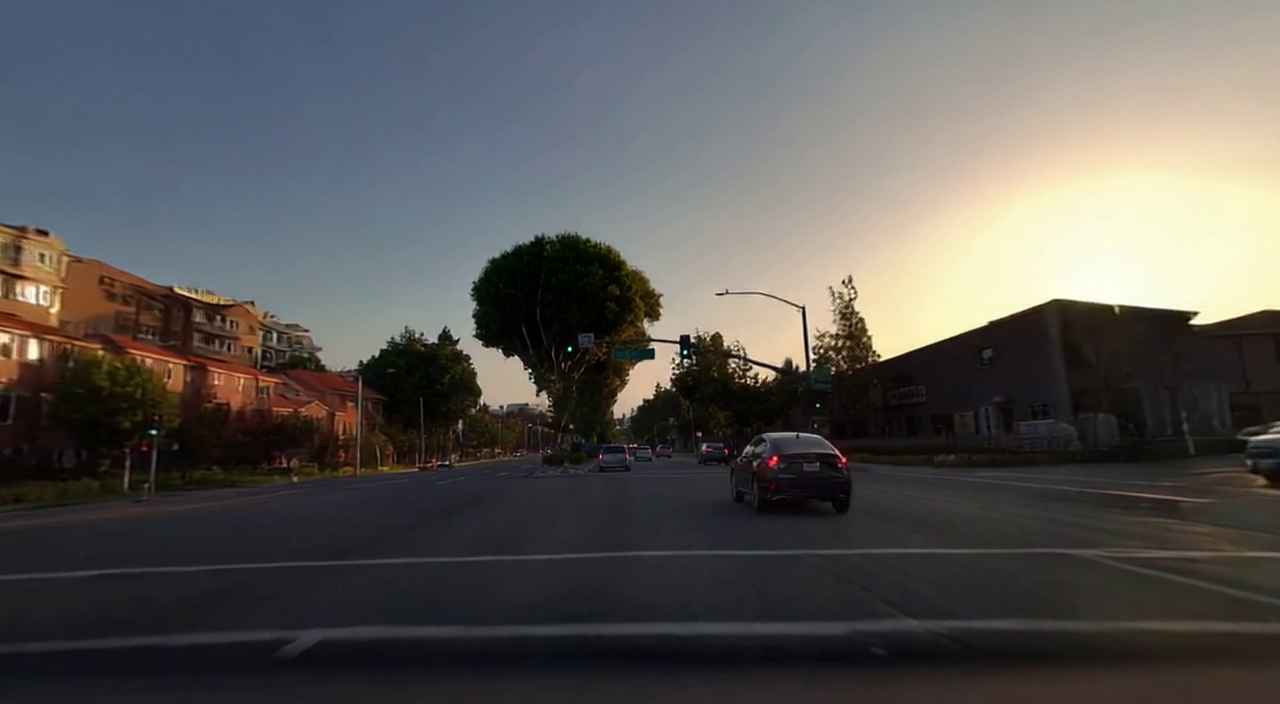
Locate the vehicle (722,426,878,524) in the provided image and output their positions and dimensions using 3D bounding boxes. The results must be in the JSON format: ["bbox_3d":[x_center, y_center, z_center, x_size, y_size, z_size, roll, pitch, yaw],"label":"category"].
[{"bbox_3d":[3.082,2.491,13.367,1.893,1.664,4.670,0,-9,-2],"label":"vehicle"}]

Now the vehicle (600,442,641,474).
[{"bbox_3d":[-1.092,5.783,34.642,2.101,1.641,4.341,0,-9,-2],"label":"vehicle"}]
